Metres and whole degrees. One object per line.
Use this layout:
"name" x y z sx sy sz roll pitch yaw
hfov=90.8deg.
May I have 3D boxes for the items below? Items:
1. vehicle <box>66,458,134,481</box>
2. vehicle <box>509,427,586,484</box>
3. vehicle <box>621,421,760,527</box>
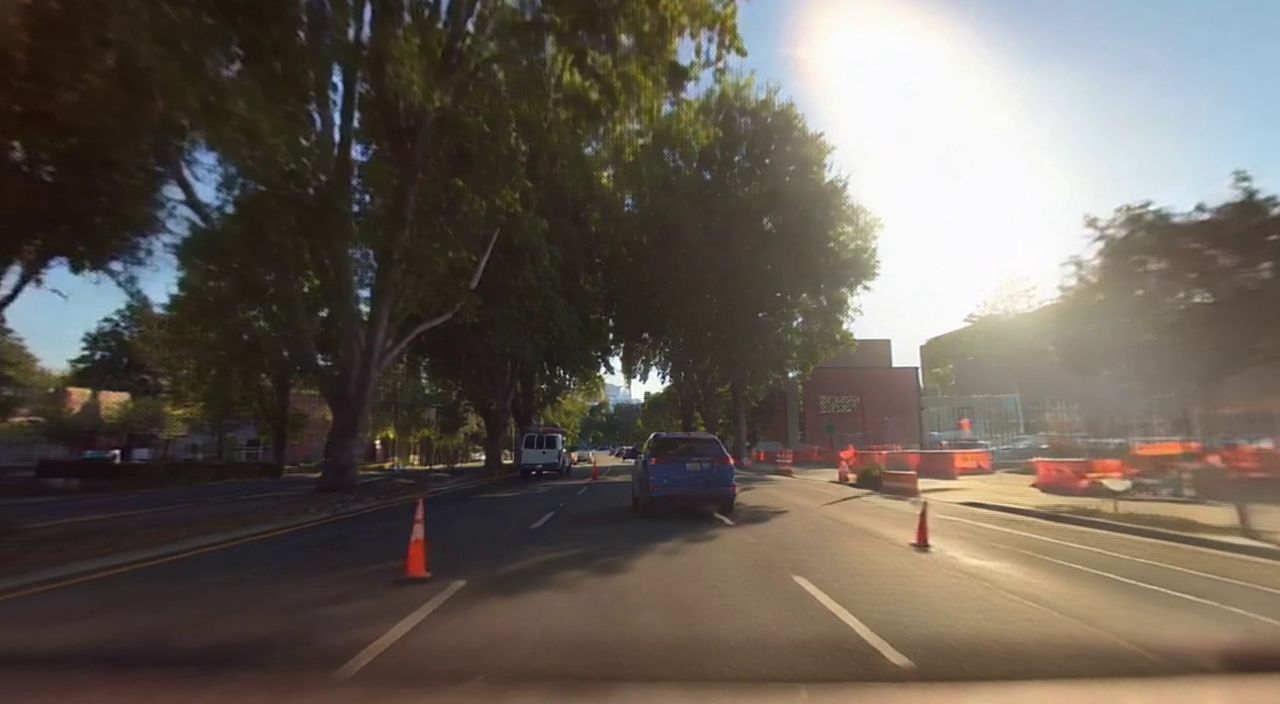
"vehicle" -38.343 8.329 45.004 1.821 1.463 4.434 2 -9 -15
"vehicle" -3.588 4.186 25.780 2.357 2.063 5.488 0 -8 0
"vehicle" 0.769 2.327 12.572 2.168 1.725 4.192 0 -9 -4
